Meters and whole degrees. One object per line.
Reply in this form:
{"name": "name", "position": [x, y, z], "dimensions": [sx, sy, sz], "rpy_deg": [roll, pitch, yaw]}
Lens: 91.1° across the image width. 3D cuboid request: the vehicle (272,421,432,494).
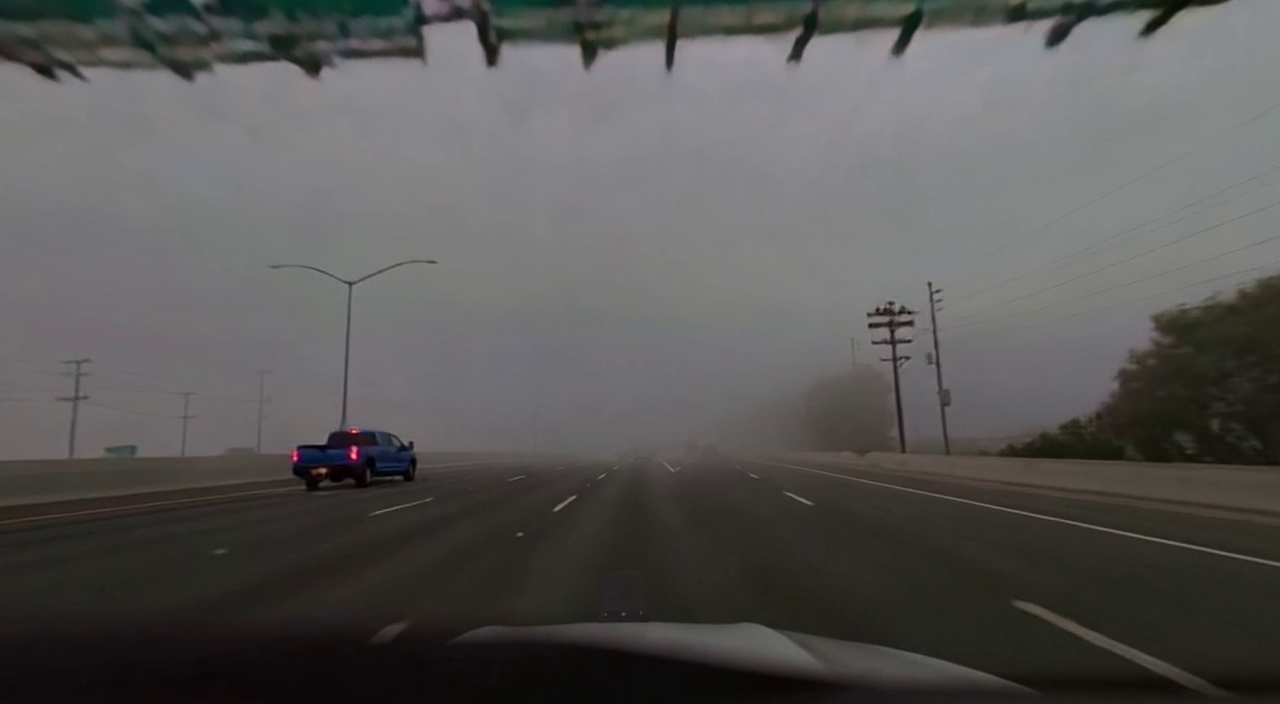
{"name": "vehicle", "position": [-9.815, 3.686, 22.277], "dimensions": [2.667, 2.213, 6.081], "rpy_deg": [0, -8, 1]}
